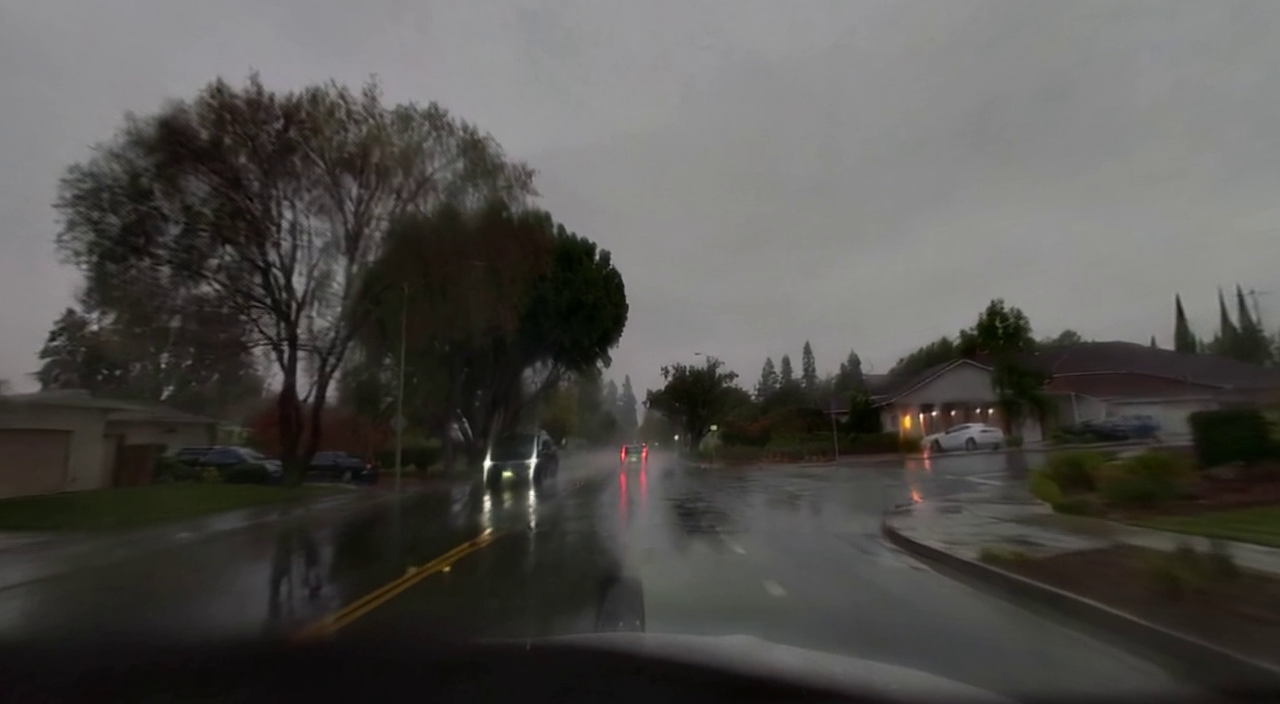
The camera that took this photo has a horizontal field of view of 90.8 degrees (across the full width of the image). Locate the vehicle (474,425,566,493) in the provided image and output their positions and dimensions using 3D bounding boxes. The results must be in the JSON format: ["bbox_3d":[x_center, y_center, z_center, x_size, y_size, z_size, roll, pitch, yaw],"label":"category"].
[{"bbox_3d":[-4.432,4.064,24.296,2.451,2.182,5.485,-3,-9,0],"label":"vehicle"}]

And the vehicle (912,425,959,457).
[{"bbox_3d":[16.936,5.077,36.405,1.979,1.434,4.607,-7,-7,21],"label":"vehicle"}]

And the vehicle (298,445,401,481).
[{"bbox_3d":[-14.972,5.715,32.717,4.223,1.753,2.134,-1,-9,6],"label":"vehicle"}]

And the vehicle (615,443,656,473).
[{"bbox_3d":[-0.248,5.798,34.752,2.098,1.483,4.099,0,-9,0],"label":"vehicle"}]

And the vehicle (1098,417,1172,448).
[{"bbox_3d":[25.370,4.107,32.528,1.603,1.430,3.662,-3,-5,15],"label":"vehicle"}]

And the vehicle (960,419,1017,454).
[{"bbox_3d":[19.540,4.716,35.597,2.114,1.677,4.707,-4,-6,22],"label":"vehicle"}]
